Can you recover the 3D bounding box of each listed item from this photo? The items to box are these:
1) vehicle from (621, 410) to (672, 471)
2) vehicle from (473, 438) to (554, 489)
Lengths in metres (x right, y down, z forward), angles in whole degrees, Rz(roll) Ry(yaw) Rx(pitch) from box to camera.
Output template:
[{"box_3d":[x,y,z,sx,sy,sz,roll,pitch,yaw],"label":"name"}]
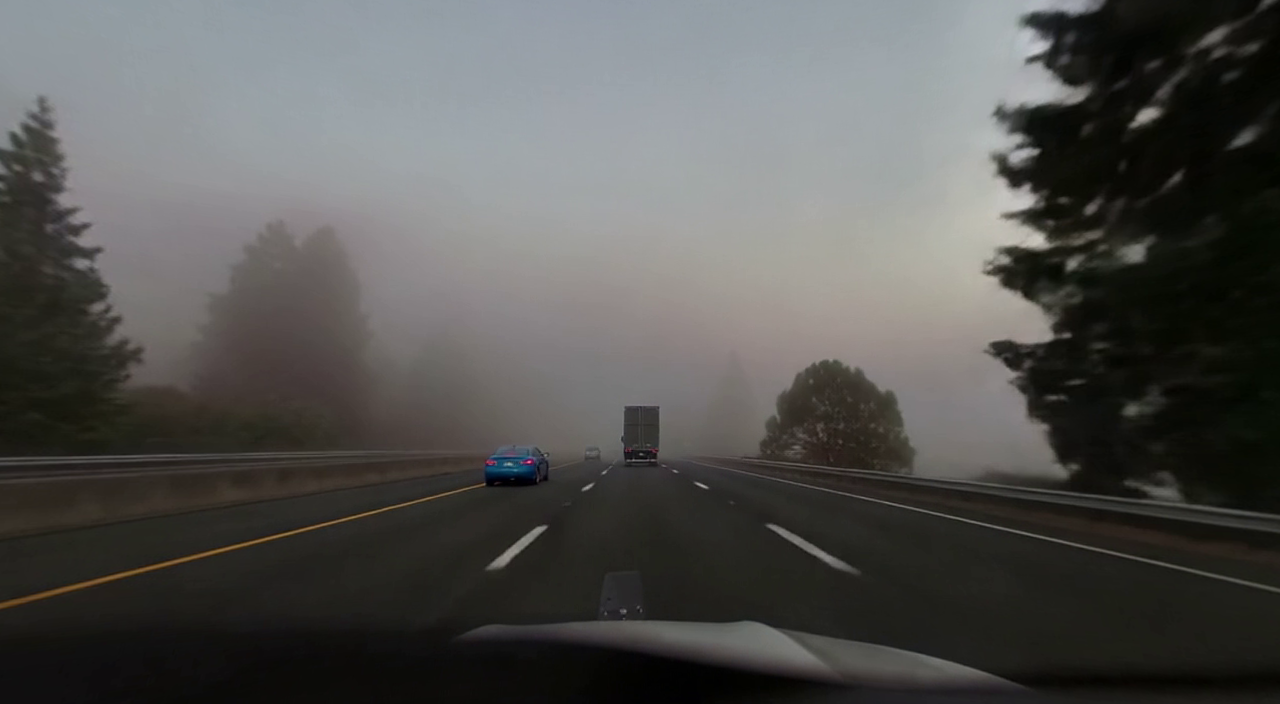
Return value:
[{"box_3d":[0.240,5.985,42.072,2.893,3.628,9.081,0,-9,-3],"label":"vehicle"},{"box_3d":[-4.266,3.833,21.923,1.977,1.602,3.944,0,-9,0],"label":"vehicle"}]
